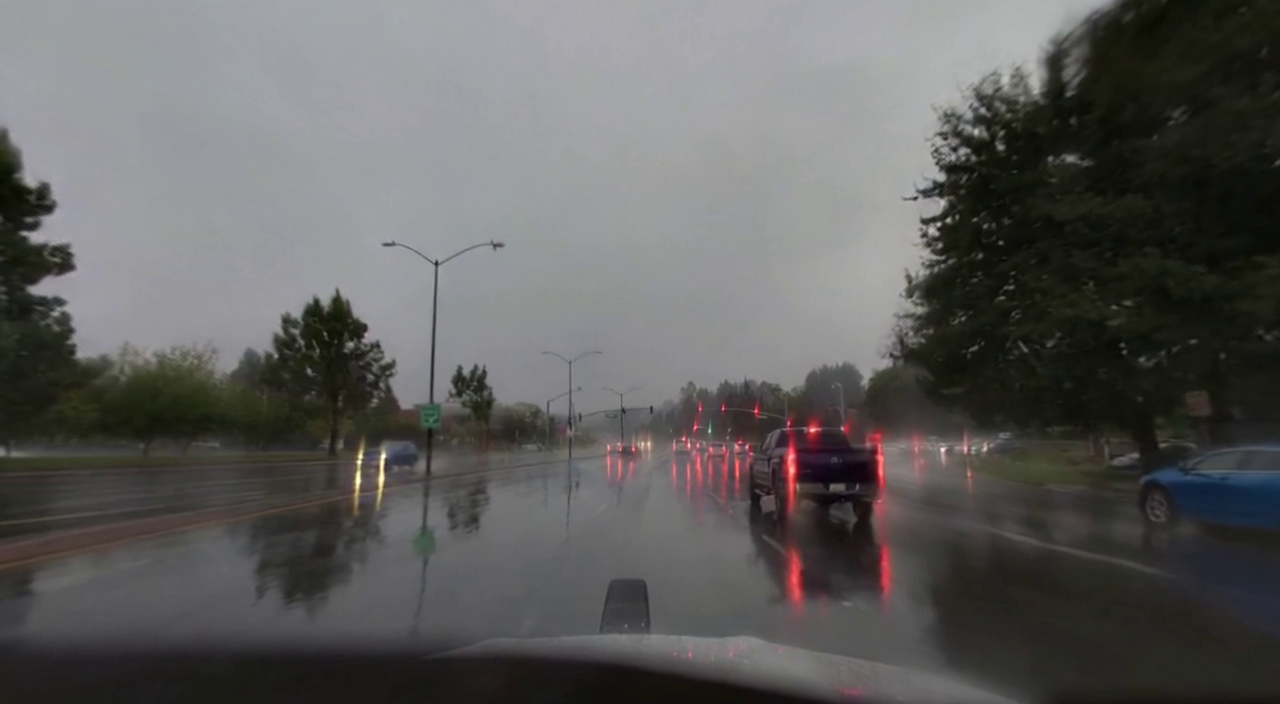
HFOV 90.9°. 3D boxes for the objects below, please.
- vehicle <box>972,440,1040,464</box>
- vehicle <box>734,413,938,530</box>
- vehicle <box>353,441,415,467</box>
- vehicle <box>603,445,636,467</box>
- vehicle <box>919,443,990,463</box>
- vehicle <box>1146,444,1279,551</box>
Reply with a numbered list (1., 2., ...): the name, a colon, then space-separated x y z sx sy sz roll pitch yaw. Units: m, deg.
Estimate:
1. vehicle: 25.977 7.081 44.741 3.945 1.618 1.919 3 -9 -18
2. vehicle: 3.463 2.285 12.678 2.333 1.777 5.713 0 -9 1
3. vehicle: -16.824 6.741 41.691 1.893 1.593 4.575 -1 -9 4
4. vehicle: -1.474 7.654 46.636 1.958 1.542 4.175 -1 -9 5
5. vehicle: 24.768 7.923 49.638 4.711 1.460 2.149 2 -9 -16
6. vehicle: 10.113 2.098 9.065 1.963 1.513 4.600 0 -9 2
